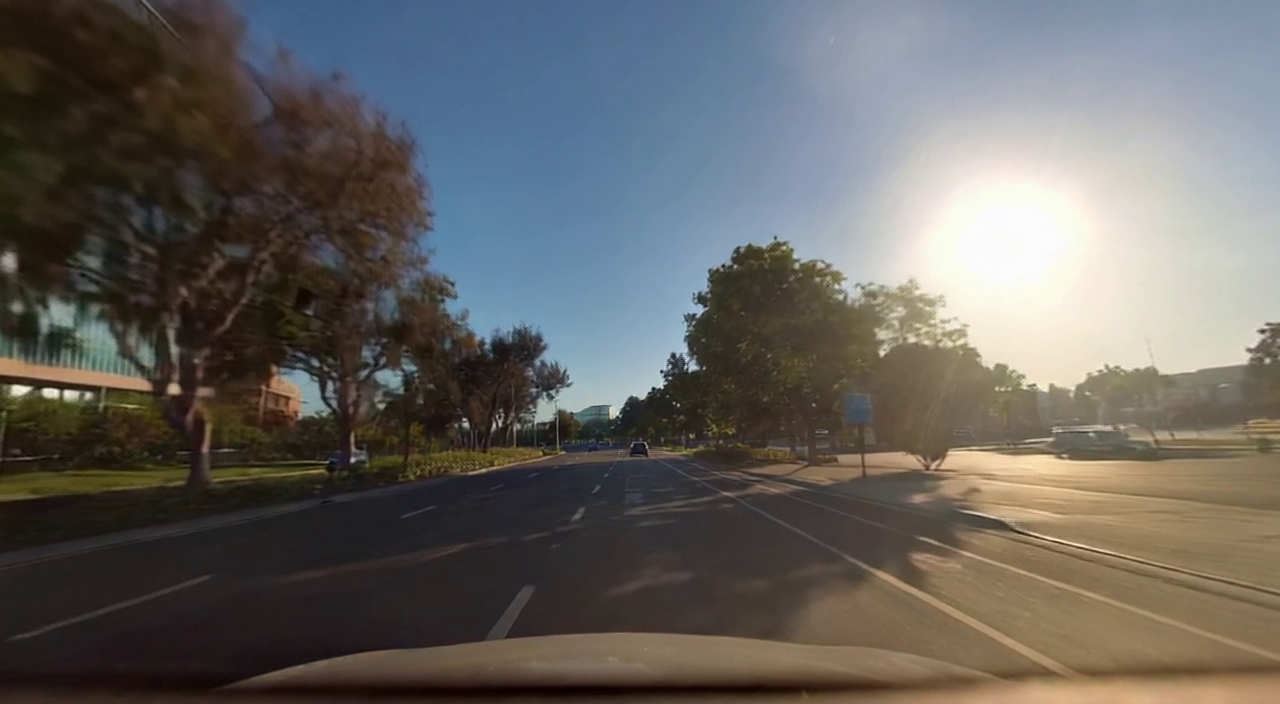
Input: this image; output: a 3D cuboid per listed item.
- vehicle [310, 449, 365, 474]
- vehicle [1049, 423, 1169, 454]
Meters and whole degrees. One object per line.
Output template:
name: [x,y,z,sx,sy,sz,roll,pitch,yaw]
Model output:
vehicle: [-21.127,7.640,44.315,1.835,1.606,4.289,0,-8,-1]
vehicle: [24.394,4.535,32.985,4.758,1.522,1.930,0,-8,-3]
